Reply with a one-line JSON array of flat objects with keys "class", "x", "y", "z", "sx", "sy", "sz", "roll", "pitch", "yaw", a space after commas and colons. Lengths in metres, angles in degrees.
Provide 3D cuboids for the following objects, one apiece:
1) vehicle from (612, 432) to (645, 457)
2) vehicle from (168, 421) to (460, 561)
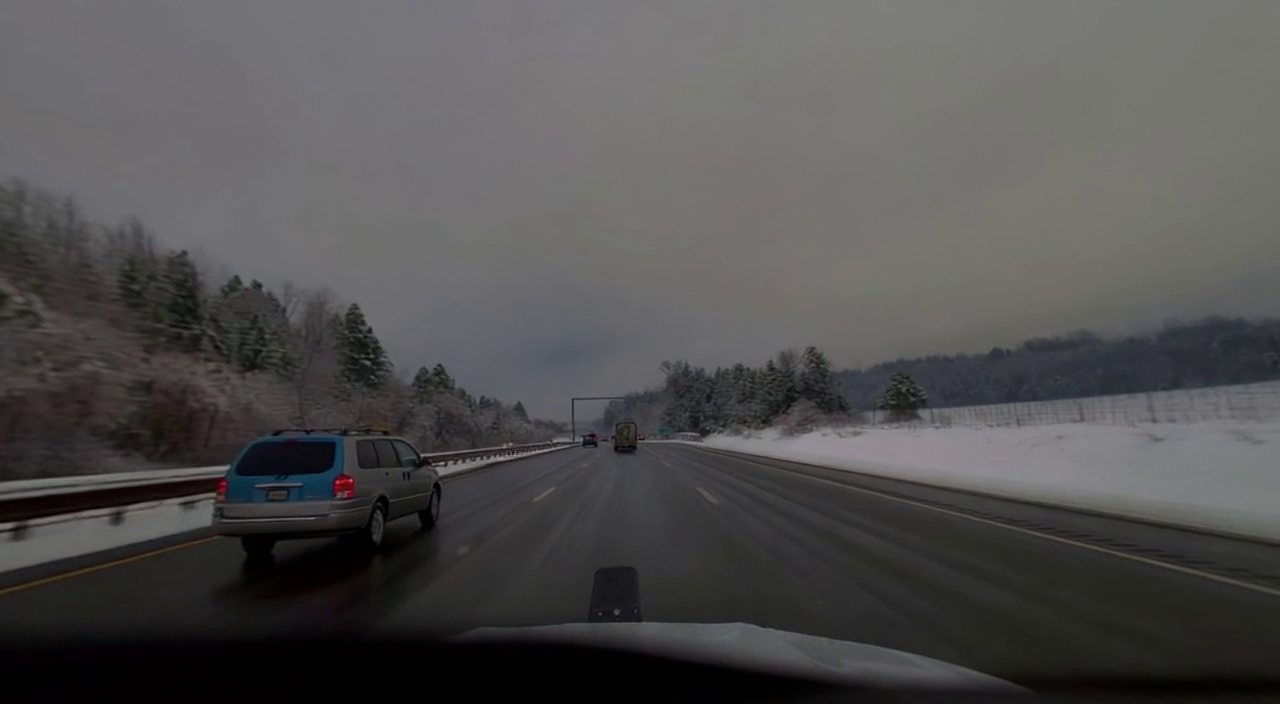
[{"class": "vehicle", "x": -0.787, "y": 6.349, "z": 43.456, "sx": 2.162, "sy": 1.616, "sz": 4.242, "roll": 0, "pitch": -8, "yaw": 0}, {"class": "vehicle", "x": -4.089, "y": 1.767, "z": 8.858, "sx": 1.931, "sy": 1.483, "sz": 4.105, "roll": 0, "pitch": -8, "yaw": -1}]
